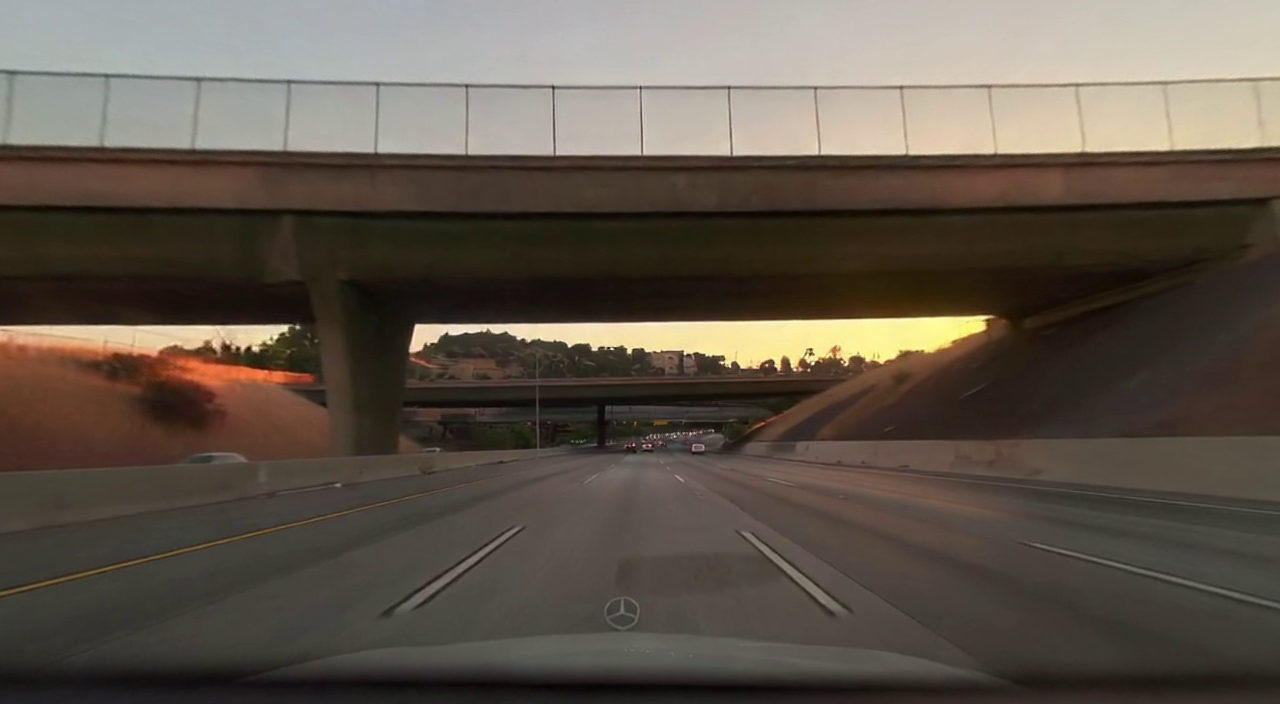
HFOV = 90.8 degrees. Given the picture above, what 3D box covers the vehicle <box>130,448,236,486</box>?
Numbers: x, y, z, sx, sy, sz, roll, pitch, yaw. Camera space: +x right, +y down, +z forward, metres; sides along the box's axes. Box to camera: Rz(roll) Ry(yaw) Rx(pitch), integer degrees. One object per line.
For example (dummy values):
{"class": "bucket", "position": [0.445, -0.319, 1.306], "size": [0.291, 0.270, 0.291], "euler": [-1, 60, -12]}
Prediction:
{"class": "vehicle", "position": [-22.018, 5.519, 30.672], "size": [1.891, 1.687, 4.333], "euler": [0, -8, 0]}
